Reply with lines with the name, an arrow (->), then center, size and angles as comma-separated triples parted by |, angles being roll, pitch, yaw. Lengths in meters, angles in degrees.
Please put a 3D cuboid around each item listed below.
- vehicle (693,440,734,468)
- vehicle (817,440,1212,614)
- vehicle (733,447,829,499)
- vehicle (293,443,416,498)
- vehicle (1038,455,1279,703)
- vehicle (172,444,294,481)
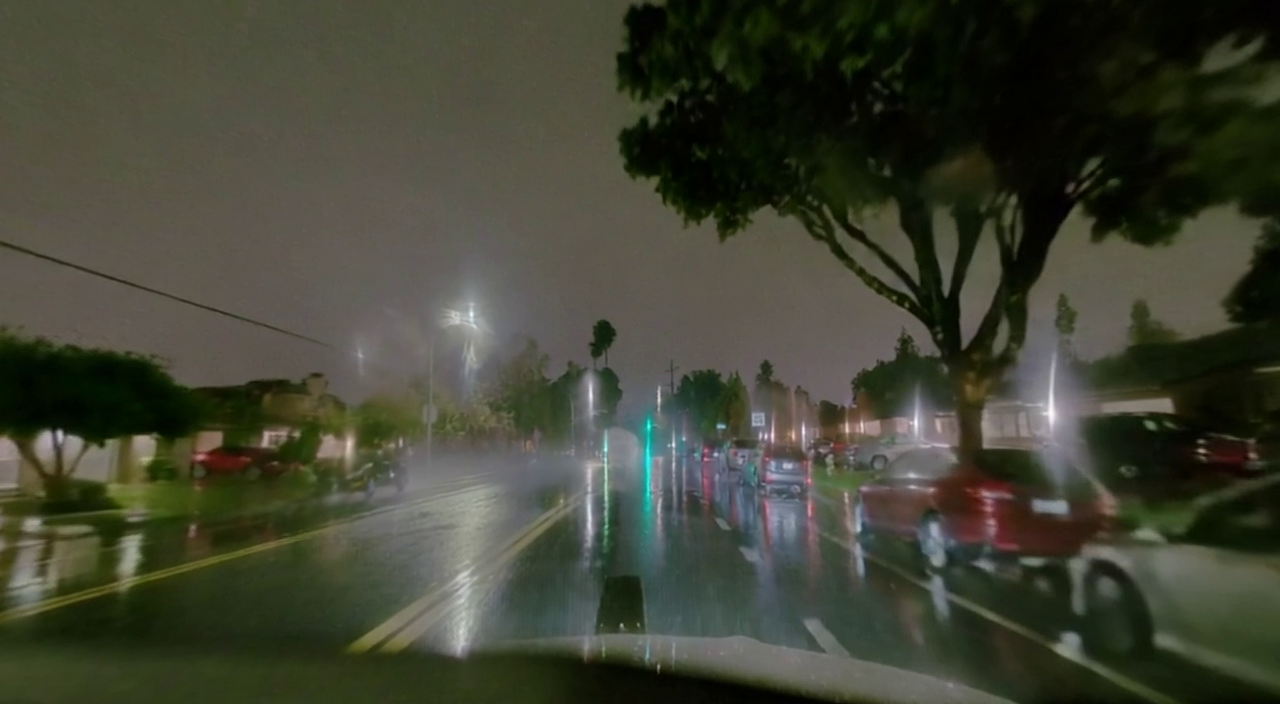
vehicle -> 5.003, 7.019, 43.614 | 2.254, 1.812, 4.817 | 0, -9, 0
vehicle -> 3.949, 1.891, 7.905 | 2.137, 1.515, 4.534 | 0, -9, 0
vehicle -> 4.398, 3.853, 20.602 | 2.087, 1.454, 4.914 | 0, -9, 1
vehicle -> -10.357, 4.348, 23.498 | 2.093, 1.767, 5.120 | -1, -10, 1
vehicle -> 4.043, 1.181, 2.696 | 1.911, 1.395, 4.362 | 0, -8, 1
vehicle -> -19.495, 5.296, 30.384 | 4.509, 1.698, 1.890 | 0, -9, 2
